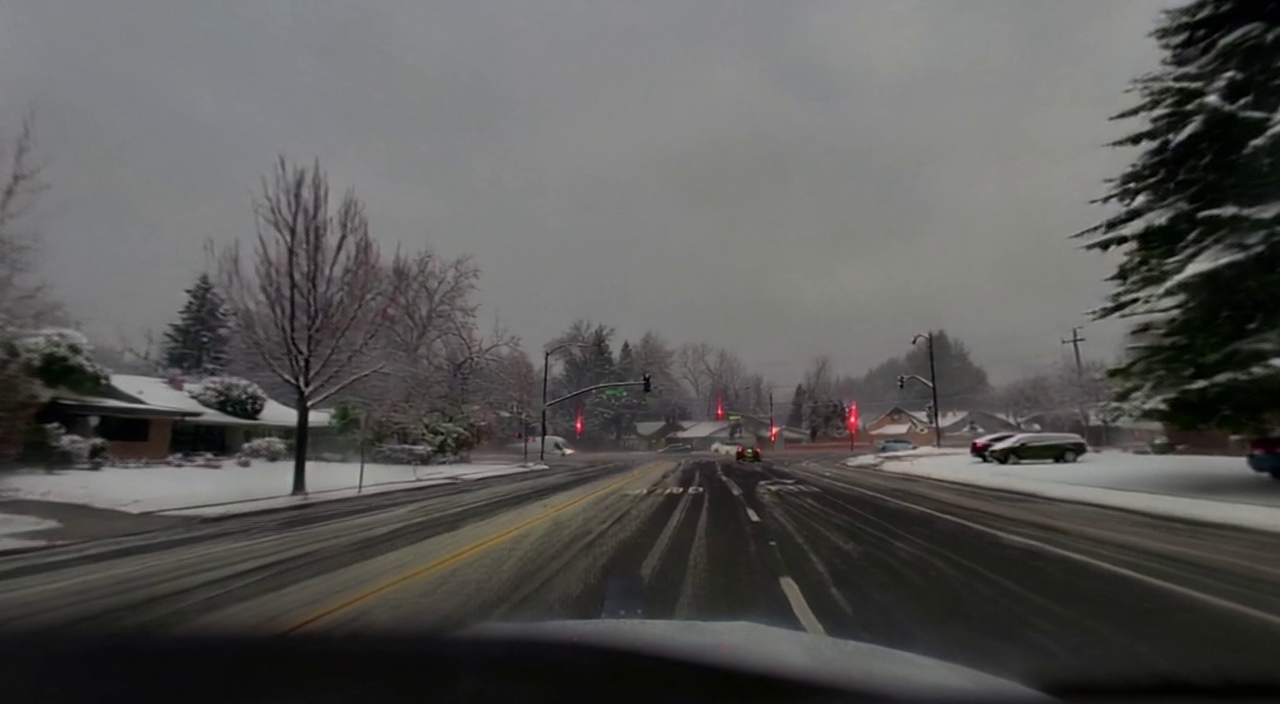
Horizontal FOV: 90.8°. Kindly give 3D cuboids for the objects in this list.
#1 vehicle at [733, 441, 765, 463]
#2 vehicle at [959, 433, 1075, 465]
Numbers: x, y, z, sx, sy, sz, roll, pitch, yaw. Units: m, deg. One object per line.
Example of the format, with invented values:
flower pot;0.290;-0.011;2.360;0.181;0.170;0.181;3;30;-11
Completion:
vehicle;7.746;7.166;45.283;1.947;1.485;4.336;-1;-8;5
vehicle;19.552;5.046;32.987;4.702;1.595;1.986;-1;-8;5
